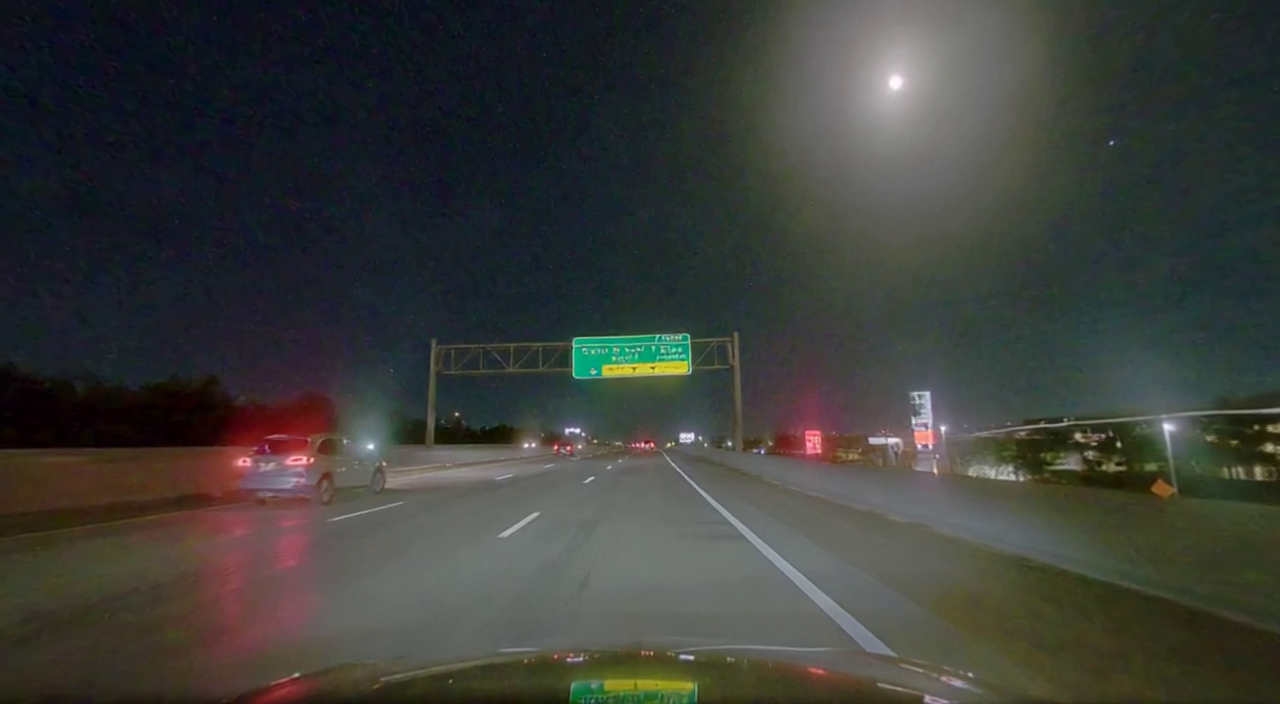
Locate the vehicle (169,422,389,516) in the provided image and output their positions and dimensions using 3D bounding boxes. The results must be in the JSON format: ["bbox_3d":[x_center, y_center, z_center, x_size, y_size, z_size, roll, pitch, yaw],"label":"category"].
[{"bbox_3d":[-7.379,2.425,13.587,2.088,1.678,4.426,0,-8,0],"label":"vehicle"}]
